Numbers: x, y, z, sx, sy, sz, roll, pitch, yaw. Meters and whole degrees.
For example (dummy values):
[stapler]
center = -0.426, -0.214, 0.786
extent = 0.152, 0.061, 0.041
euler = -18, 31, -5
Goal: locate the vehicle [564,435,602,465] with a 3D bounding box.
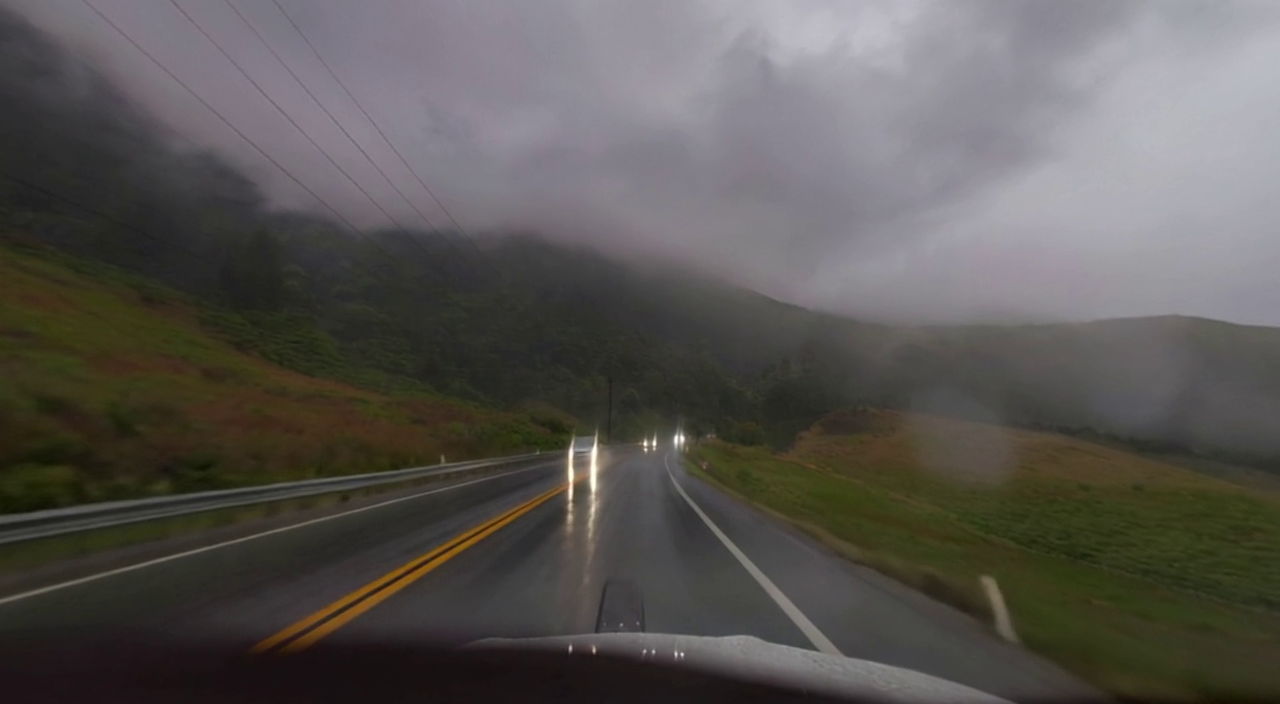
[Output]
[vehicle]
center = -3.780, 6.595, 42.622
extent = 1.997, 1.874, 4.269
euler = -1, -9, 2
